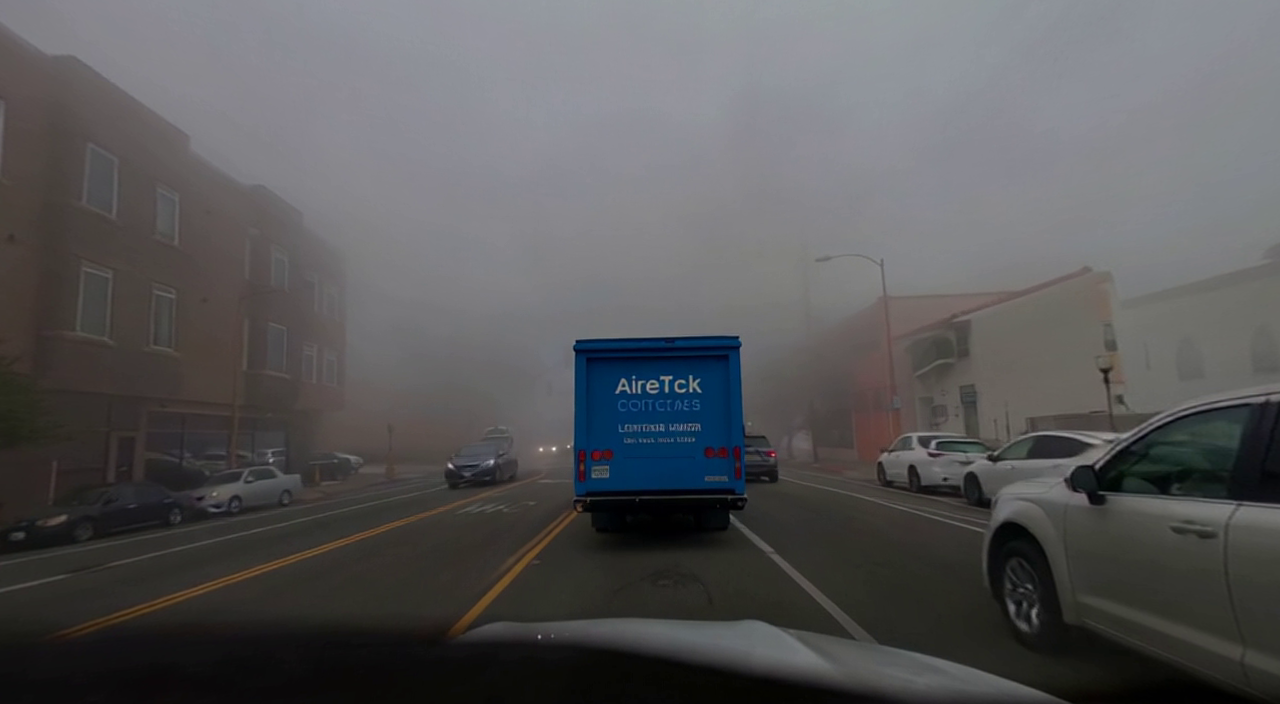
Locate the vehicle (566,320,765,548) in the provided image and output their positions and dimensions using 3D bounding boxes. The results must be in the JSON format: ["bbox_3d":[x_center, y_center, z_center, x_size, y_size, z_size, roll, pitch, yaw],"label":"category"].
[{"bbox_3d":[0.222,1.479,11.209,2.517,2.926,6.177,0,-8,-2],"label":"vehicle"}]

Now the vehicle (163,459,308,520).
[{"bbox_3d":[-13.374,4.527,21.131,1.943,1.682,4.365,0,-8,0],"label":"vehicle"}]

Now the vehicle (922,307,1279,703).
[{"bbox_3d":[3.384,0.828,2.893,2.104,1.786,4.498,0,-8,1],"label":"vehicle"}]

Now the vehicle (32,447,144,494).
[{"bbox_3d":[-27.939,5.977,31.816,3.961,1.764,1.952,-6,-5,2],"label":"vehicle"}]

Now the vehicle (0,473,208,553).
[{"bbox_3d":[-13.492,3.944,15.960,1.901,1.508,4.405,0,-8,-1],"label":"vehicle"}]

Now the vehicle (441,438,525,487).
[{"bbox_3d":[-5.952,4.216,24.371,2.046,1.711,4.320,0,-8,1],"label":"vehicle"}]
